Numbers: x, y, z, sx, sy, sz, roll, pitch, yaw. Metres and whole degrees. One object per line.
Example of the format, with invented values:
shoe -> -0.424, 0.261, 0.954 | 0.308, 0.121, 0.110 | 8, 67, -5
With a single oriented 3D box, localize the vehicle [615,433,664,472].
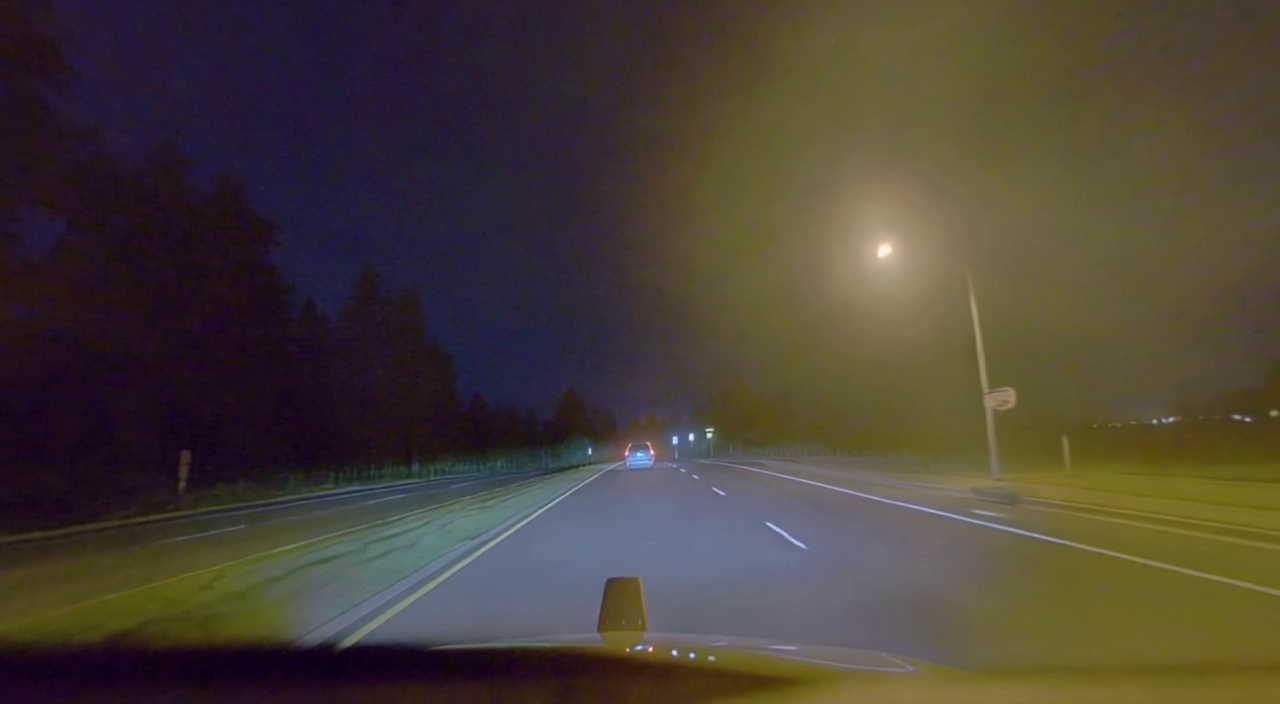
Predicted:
vehicle -> -0.019, 4.940, 30.971 | 2.256, 1.734, 4.176 | 0, -8, 0
